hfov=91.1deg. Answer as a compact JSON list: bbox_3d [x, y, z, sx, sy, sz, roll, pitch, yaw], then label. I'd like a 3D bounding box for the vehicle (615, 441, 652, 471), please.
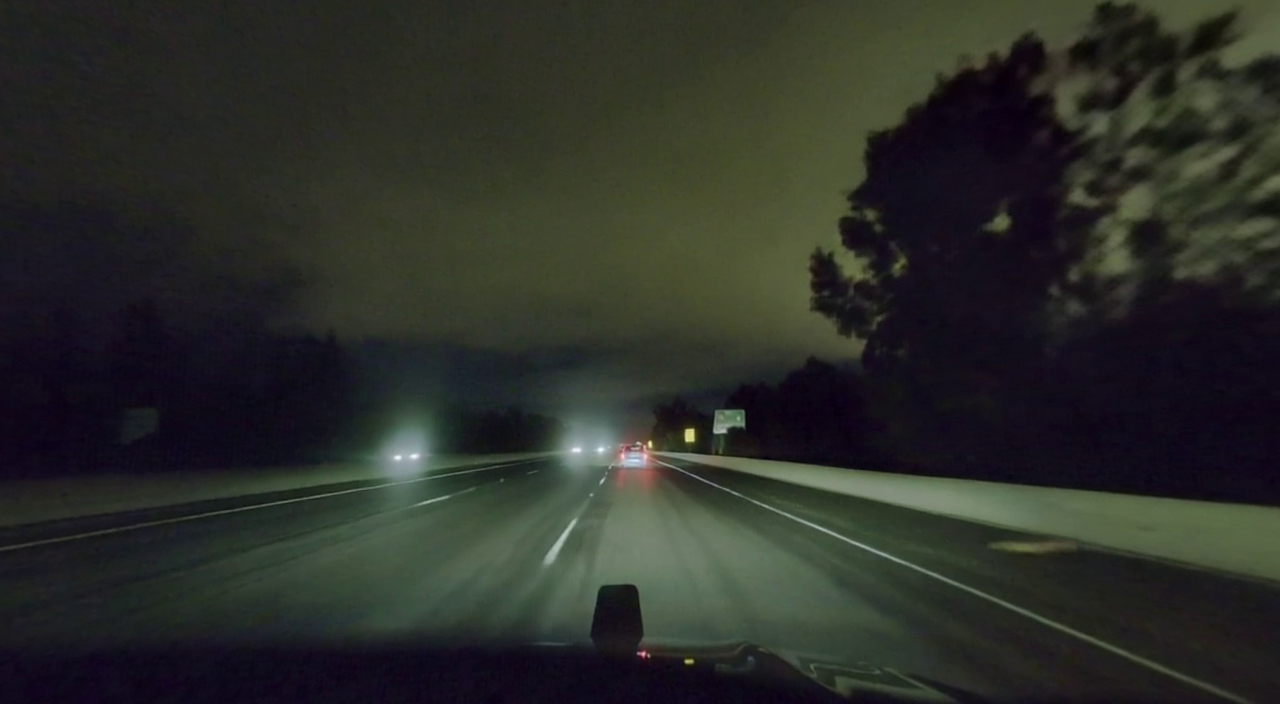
[{"bbox_3d":[-0.415,6.308,38.308,2.120,1.715,4.153,0,-9,-1],"label":"vehicle"}]
